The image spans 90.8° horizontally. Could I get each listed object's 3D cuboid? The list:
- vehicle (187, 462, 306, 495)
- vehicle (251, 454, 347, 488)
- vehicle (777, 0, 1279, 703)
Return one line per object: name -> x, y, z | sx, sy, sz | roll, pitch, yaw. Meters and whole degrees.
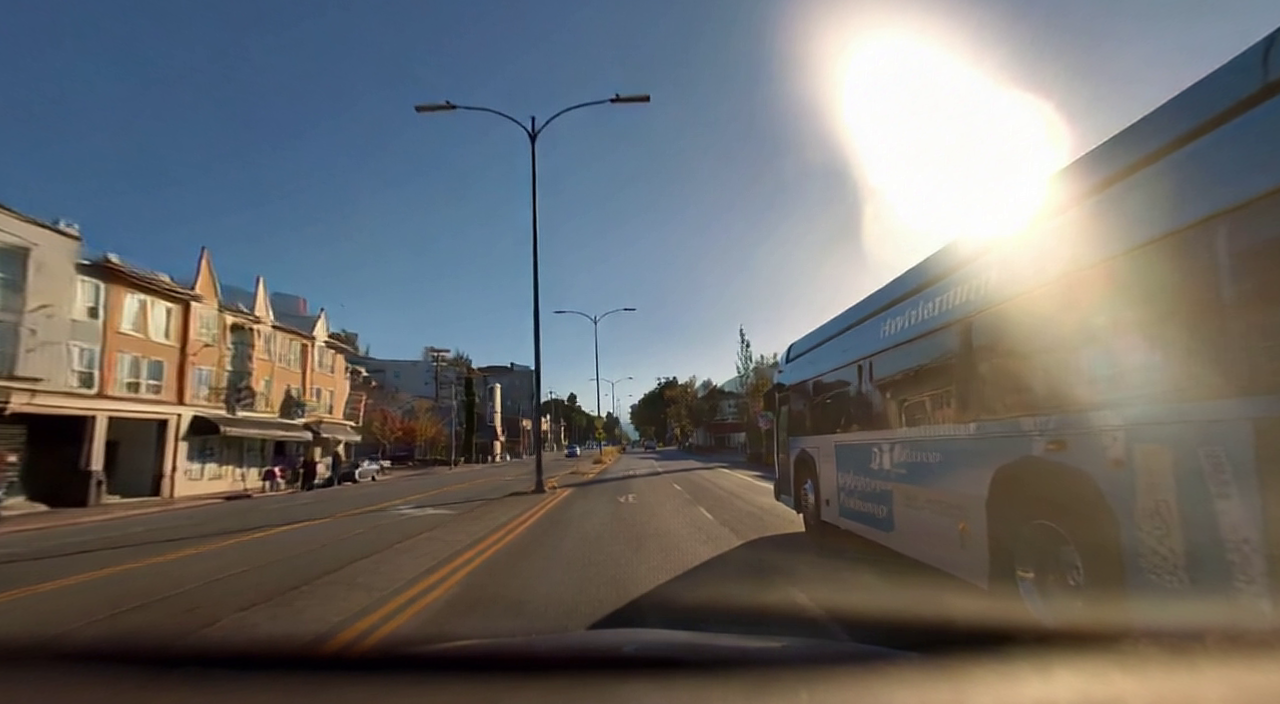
vehicle -> -19.172, 6.180, 30.914 | 4.522, 1.469, 1.840 | 0, -8, -3
vehicle -> -19.456, 6.791, 36.182 | 4.325, 1.777, 1.948 | 0, -8, -1
vehicle -> 4.285, 0.396, 5.109 | 3.194, 3.345, 12.428 | -1, -8, -2
